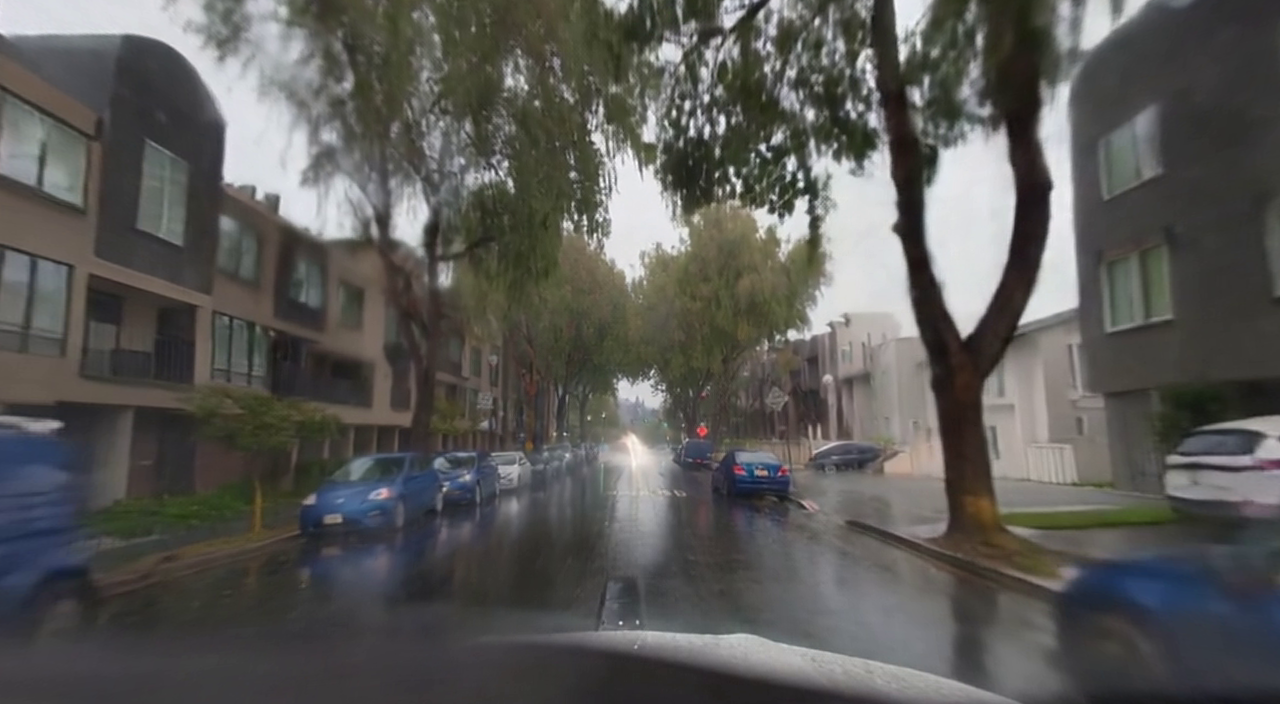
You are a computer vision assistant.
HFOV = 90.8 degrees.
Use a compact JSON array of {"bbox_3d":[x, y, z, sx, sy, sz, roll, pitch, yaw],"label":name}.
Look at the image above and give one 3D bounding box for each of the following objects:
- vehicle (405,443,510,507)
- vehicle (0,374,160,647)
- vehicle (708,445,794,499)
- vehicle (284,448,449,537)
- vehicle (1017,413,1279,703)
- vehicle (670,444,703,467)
[{"bbox_3d":[-4.970,3.378,17.834,1.782,1.585,3.962,0,-8,0],"label":"vehicle"},{"bbox_3d":[-5.296,1.070,3.389,1.947,1.833,4.606,-1,-2,0],"label":"vehicle"},{"bbox_3d":[3.312,3.639,19.624,1.835,1.490,4.134,0,-8,-1],"label":"vehicle"},{"bbox_3d":[-5.257,2.699,12.673,1.722,1.491,3.431,0,-8,1],"label":"vehicle"},{"bbox_3d":[3.119,0.895,1.629,1.903,1.512,3.900,0,-8,1],"label":"vehicle"},{"bbox_3d":[3.504,7.848,48.266,1.951,1.654,4.146,0,-8,-3],"label":"vehicle"}]
